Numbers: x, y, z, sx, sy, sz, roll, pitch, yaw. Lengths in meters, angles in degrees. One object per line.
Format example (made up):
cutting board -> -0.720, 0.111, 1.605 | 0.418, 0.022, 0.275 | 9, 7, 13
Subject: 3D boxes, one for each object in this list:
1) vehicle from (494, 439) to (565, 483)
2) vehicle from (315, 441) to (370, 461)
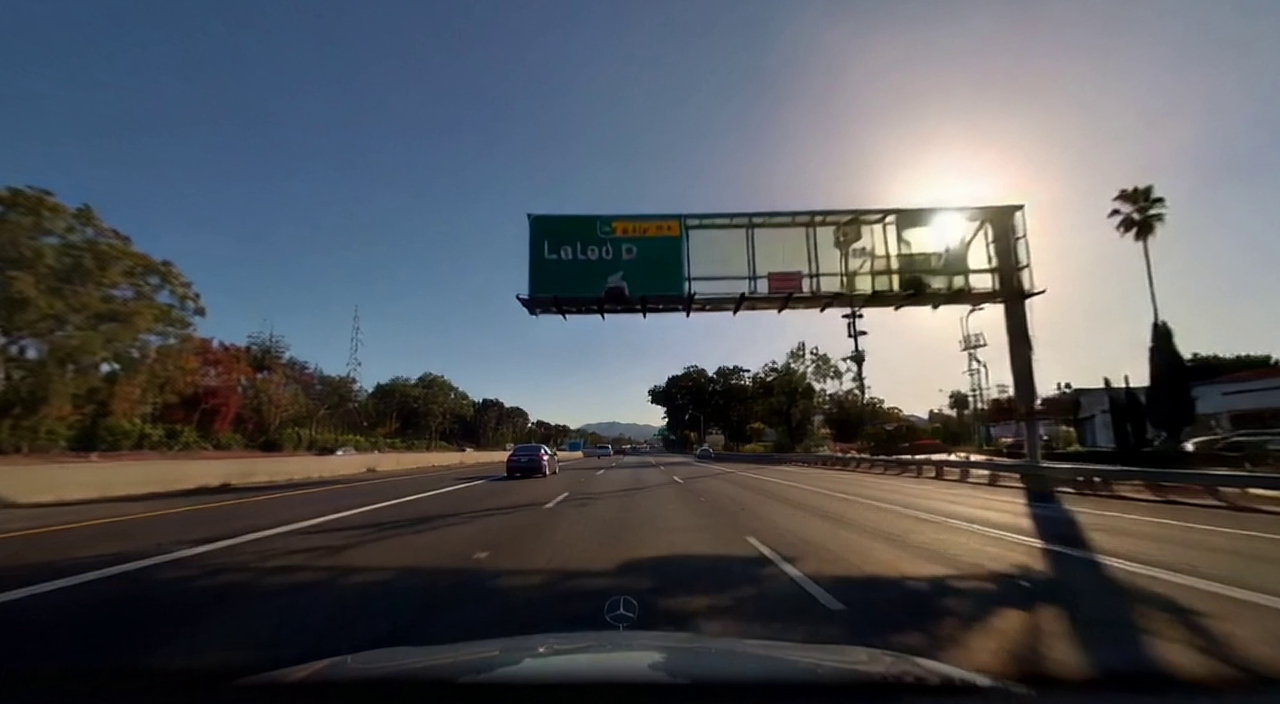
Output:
vehicle -> -4.133, 4.132, 24.249 | 1.939, 1.508, 4.272 | 0, -8, 0
vehicle -> -23.347, 7.800, 49.752 | 1.964, 1.458, 4.729 | 0, -8, 1
